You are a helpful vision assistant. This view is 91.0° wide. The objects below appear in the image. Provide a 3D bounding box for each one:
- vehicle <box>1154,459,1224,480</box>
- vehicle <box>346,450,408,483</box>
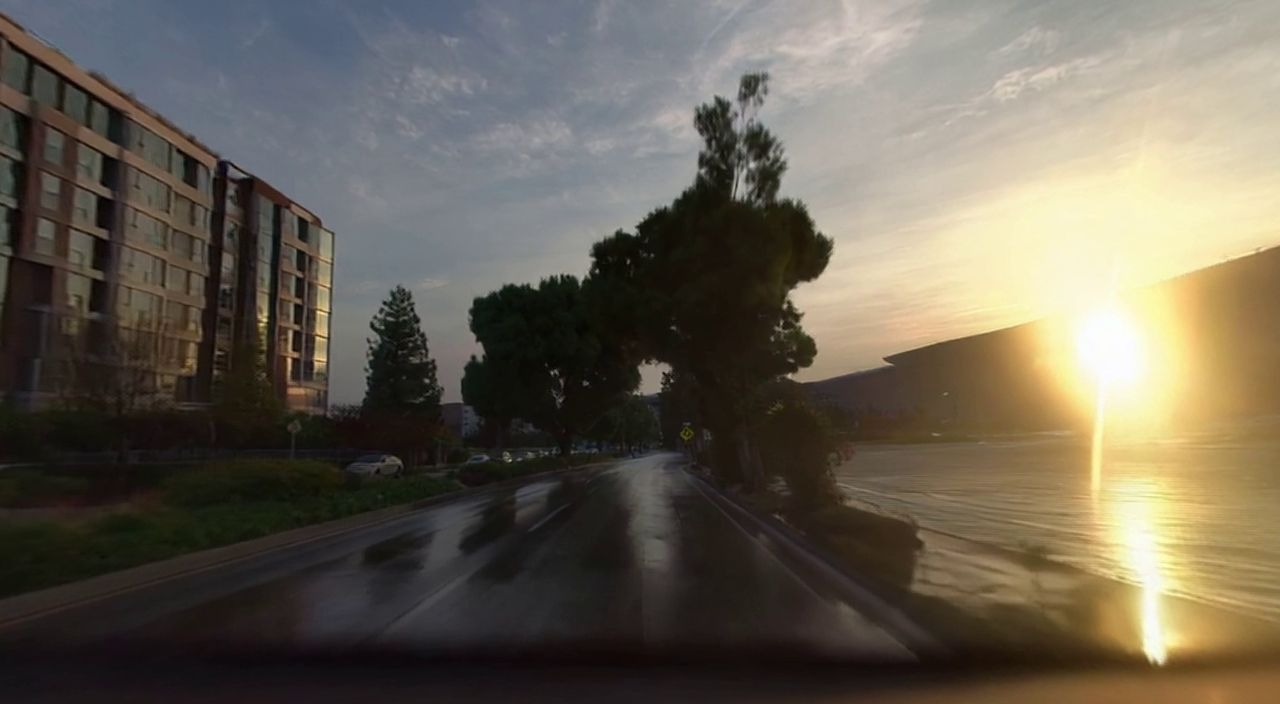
[{"bbox_3d":[42.573,9.098,48.937,1.717,1.459,4.256,0,-9,3],"label":"vehicle"},{"bbox_3d":[-18.240,7.934,43.947,2.047,1.914,5.061,-3,-7,2],"label":"vehicle"}]
